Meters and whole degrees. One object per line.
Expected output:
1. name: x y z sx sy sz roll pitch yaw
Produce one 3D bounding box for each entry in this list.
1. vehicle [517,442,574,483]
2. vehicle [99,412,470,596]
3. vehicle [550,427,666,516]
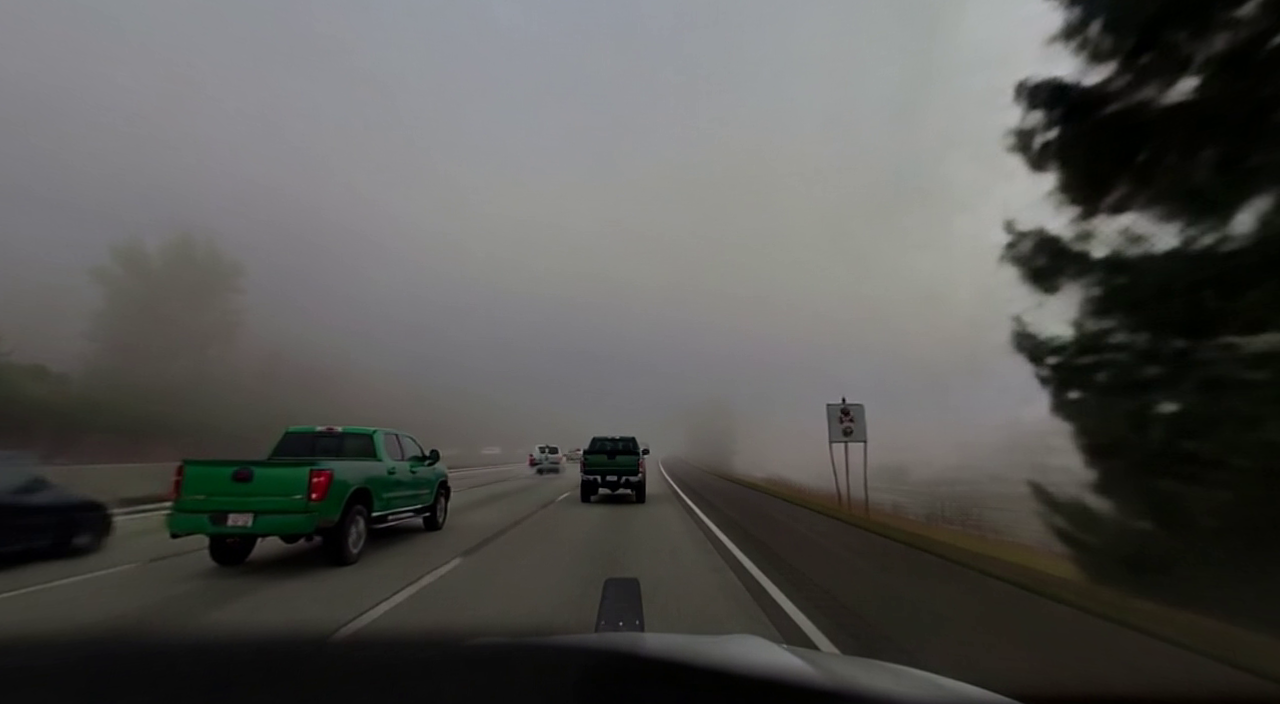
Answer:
1. vehicle: -4.403 5.221 30.137 1.991 1.776 4.333 0 -8 1
2. vehicle: -4.030 1.803 8.560 2.038 1.704 5.181 0 -8 -1
3. vehicle: -0.597 2.702 14.795 2.293 1.753 4.380 0 -8 1
